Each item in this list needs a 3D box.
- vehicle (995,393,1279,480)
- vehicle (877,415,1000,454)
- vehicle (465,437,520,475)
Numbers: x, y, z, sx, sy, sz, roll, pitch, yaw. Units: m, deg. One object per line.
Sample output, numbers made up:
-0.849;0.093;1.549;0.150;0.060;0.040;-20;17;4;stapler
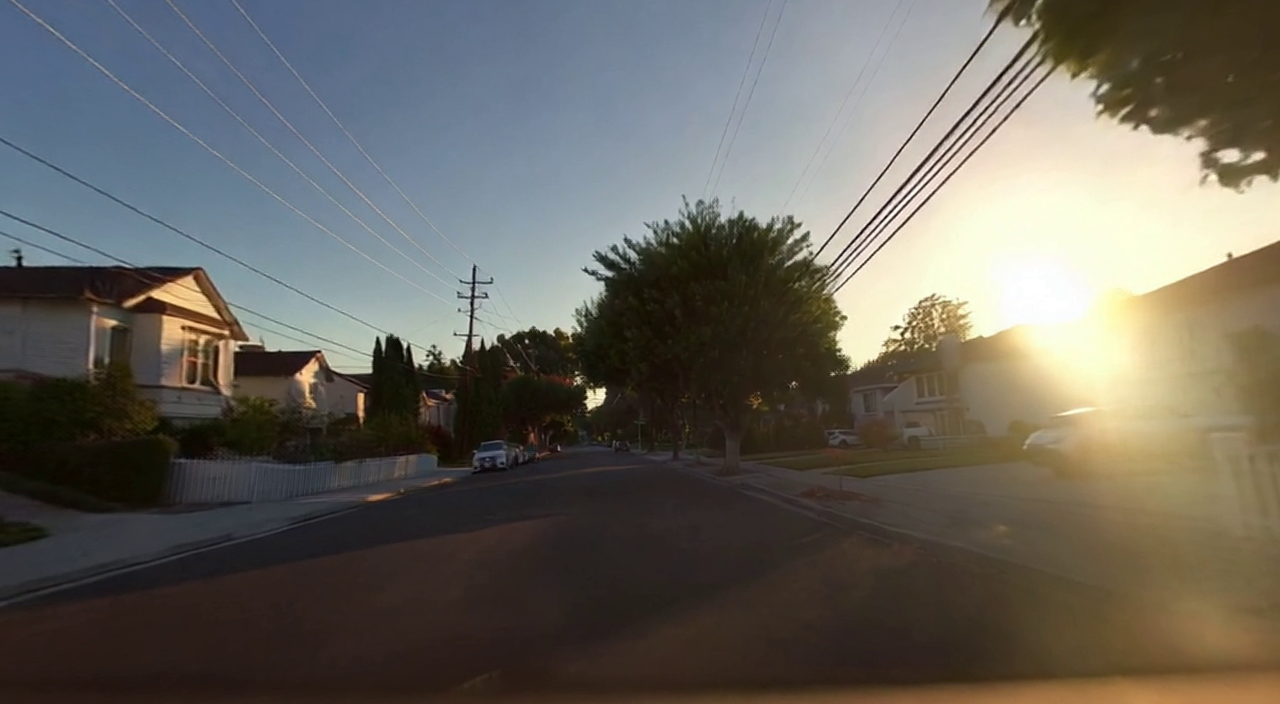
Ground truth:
10.287;1.843;13.356;4.293;1.657;1.961;-1;-12;5;vehicle
14.044;3.937;29.928;4.842;1.728;1.875;1;-9;-2;vehicle
-8.452;5.996;36.593;2.240;1.940;5.429;-2;-9;-4;vehicle
